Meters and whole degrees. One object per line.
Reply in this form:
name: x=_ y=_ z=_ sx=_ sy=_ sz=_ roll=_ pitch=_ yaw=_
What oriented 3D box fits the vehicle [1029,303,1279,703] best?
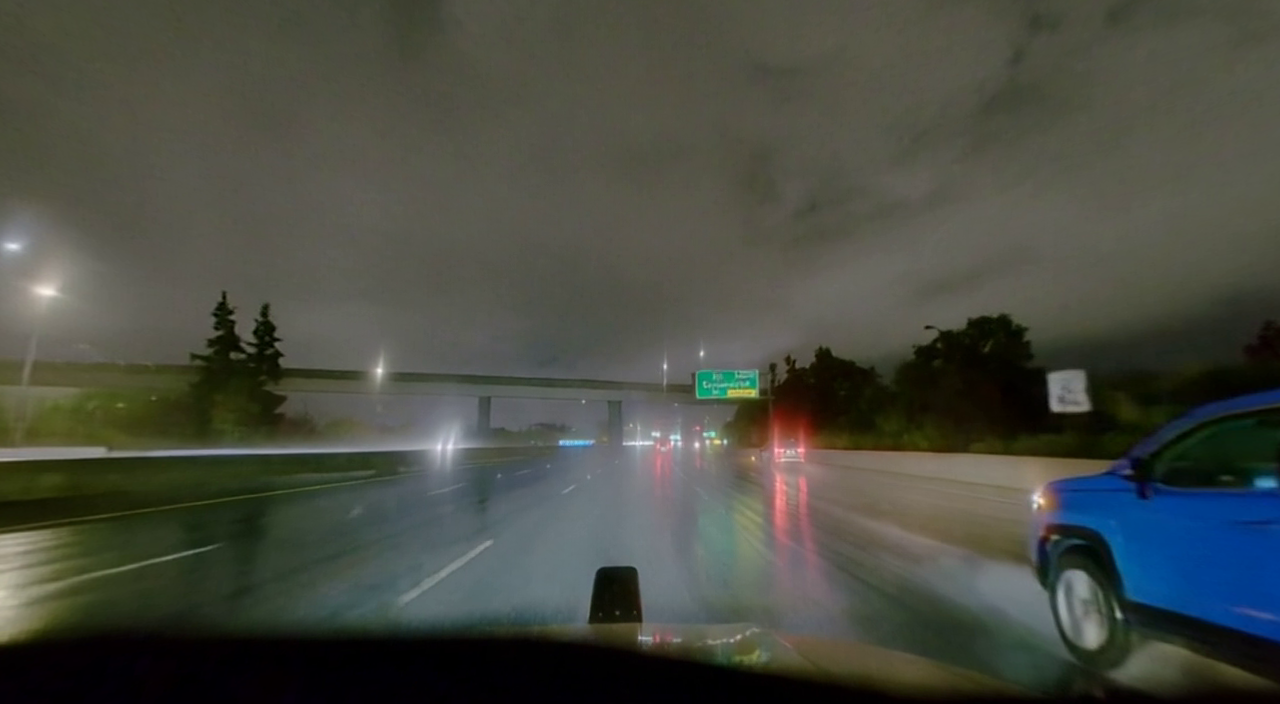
vehicle: x=3.840 y=0.631 z=1.877 sx=2.155 sy=1.918 sz=4.945 roll=0 pitch=-9 yaw=0
